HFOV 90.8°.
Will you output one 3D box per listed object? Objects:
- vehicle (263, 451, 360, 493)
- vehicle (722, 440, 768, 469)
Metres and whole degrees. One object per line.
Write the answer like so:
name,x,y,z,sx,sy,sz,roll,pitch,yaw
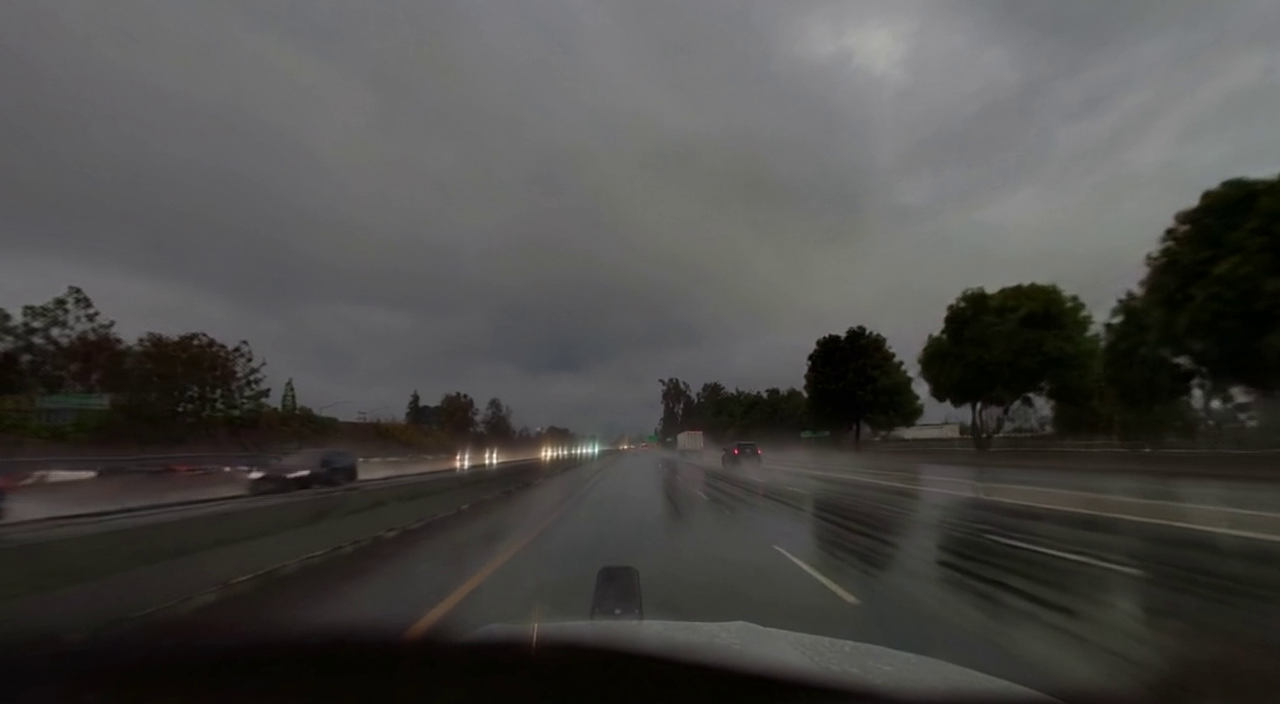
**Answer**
vehicle,-14.958,5.436,29.107,2.051,1.734,4.457,0,-9,0
vehicle,6.518,6.453,39.826,2.030,1.706,4.279,0,-9,-2
